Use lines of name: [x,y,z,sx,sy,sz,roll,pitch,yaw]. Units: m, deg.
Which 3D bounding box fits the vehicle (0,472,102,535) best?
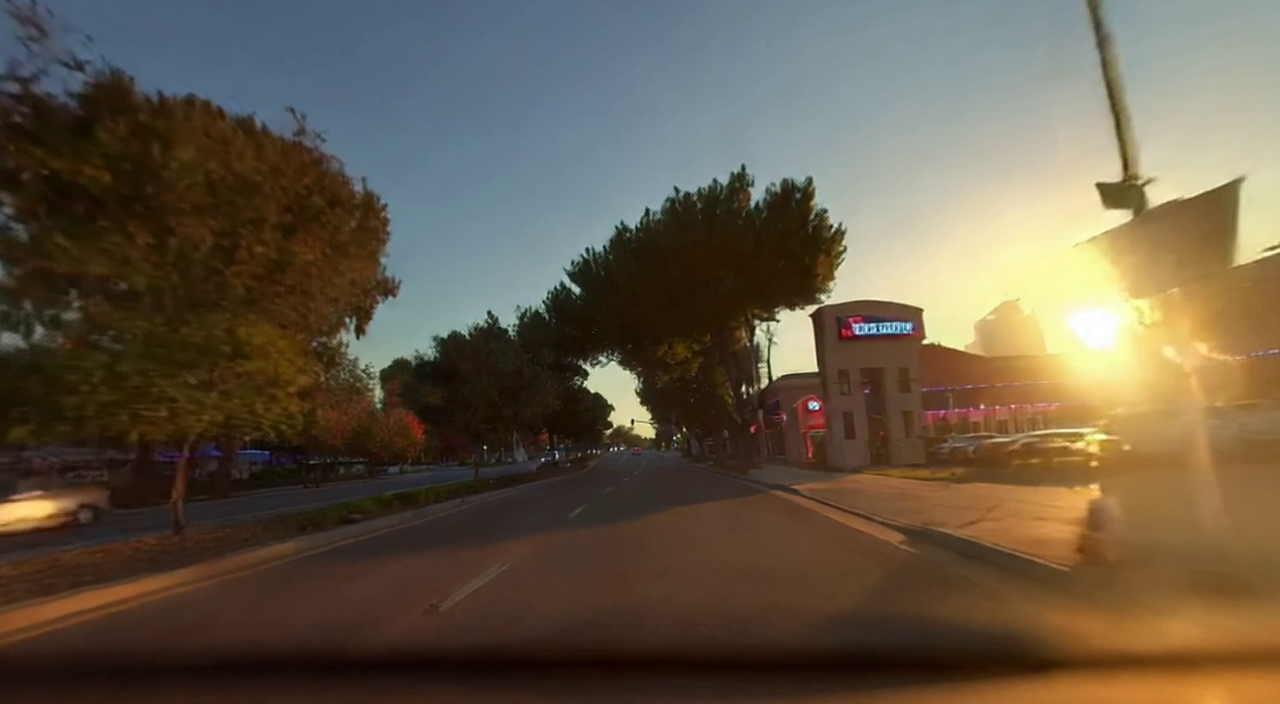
vehicle: [-17.119,3.984,16.542,1.834,1.469,4.496,0,-9,2]
